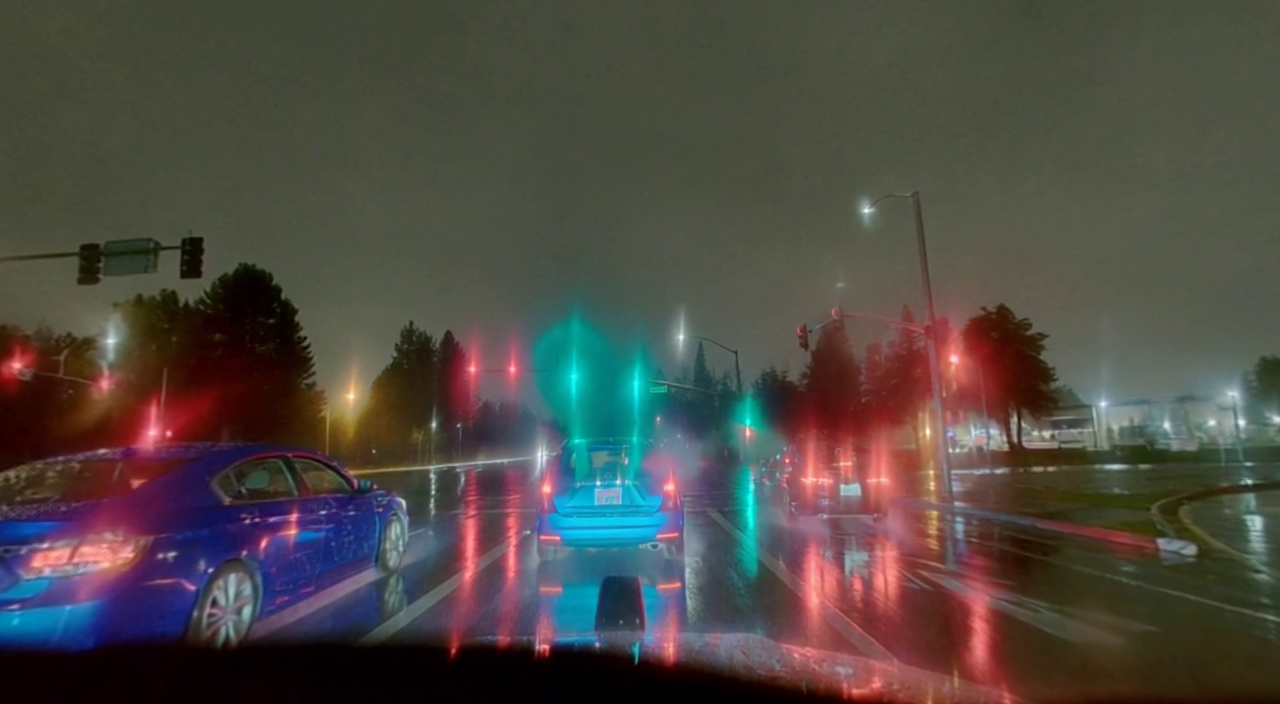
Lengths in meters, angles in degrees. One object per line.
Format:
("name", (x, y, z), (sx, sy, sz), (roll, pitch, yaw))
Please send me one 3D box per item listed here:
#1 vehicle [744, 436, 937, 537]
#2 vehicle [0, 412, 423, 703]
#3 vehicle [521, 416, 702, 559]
("vehicle", (3.278, 2.280, 11.414), (1.970, 1.449, 4.433), (0, -8, -1))
("vehicle", (-3.578, 1.347, 5.150), (2.052, 1.472, 4.479), (0, -8, 0))
("vehicle", (-0.342, 1.826, 9.143), (2.038, 1.599, 3.844), (0, -8, -1))
